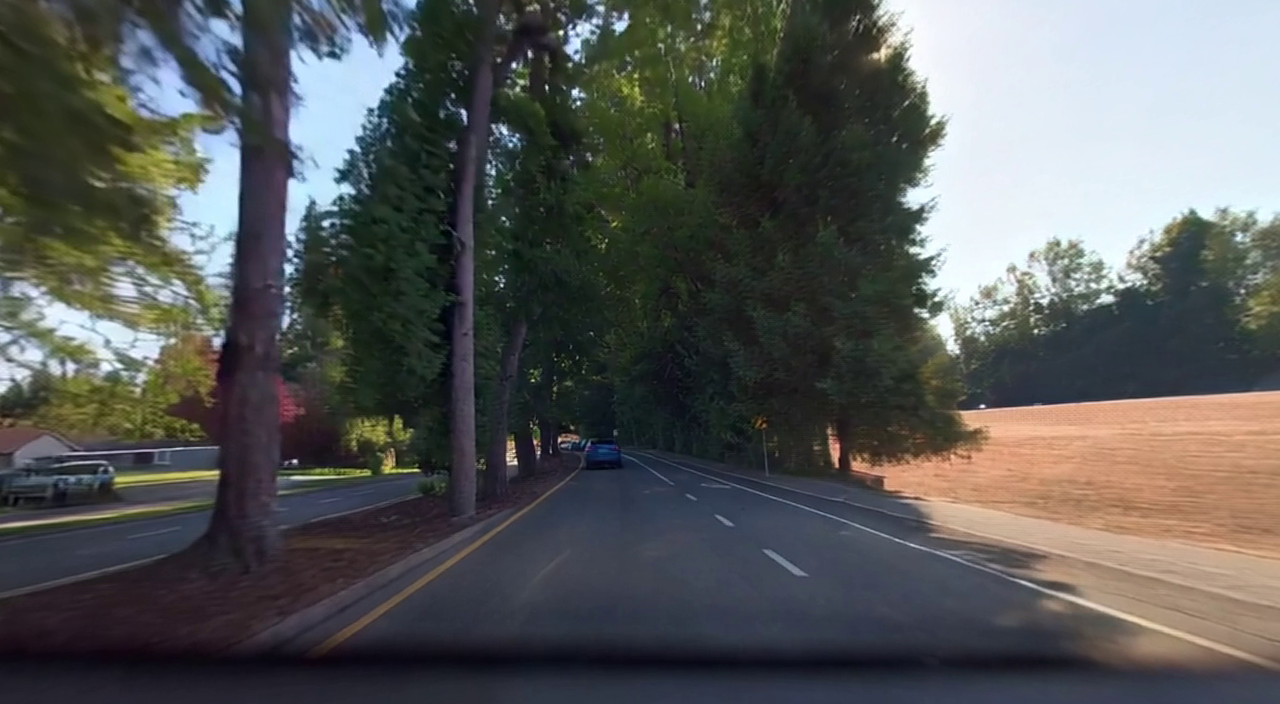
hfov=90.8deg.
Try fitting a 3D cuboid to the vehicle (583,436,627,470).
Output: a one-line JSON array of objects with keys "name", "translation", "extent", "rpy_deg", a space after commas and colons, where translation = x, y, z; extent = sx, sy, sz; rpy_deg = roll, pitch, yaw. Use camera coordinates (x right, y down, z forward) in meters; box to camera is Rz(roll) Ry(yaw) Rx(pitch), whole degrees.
[{"name": "vehicle", "translation": [-1.856, 5.455, 34.128], "extent": [2.216, 1.708, 4.110], "rpy_deg": [0, -8, -3]}]

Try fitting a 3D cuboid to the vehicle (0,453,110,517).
[{"name": "vehicle", "translation": [-23.120, 4.952, 24.121], "extent": [2.076, 2.085, 5.241], "rpy_deg": [2, -9, -13]}]
